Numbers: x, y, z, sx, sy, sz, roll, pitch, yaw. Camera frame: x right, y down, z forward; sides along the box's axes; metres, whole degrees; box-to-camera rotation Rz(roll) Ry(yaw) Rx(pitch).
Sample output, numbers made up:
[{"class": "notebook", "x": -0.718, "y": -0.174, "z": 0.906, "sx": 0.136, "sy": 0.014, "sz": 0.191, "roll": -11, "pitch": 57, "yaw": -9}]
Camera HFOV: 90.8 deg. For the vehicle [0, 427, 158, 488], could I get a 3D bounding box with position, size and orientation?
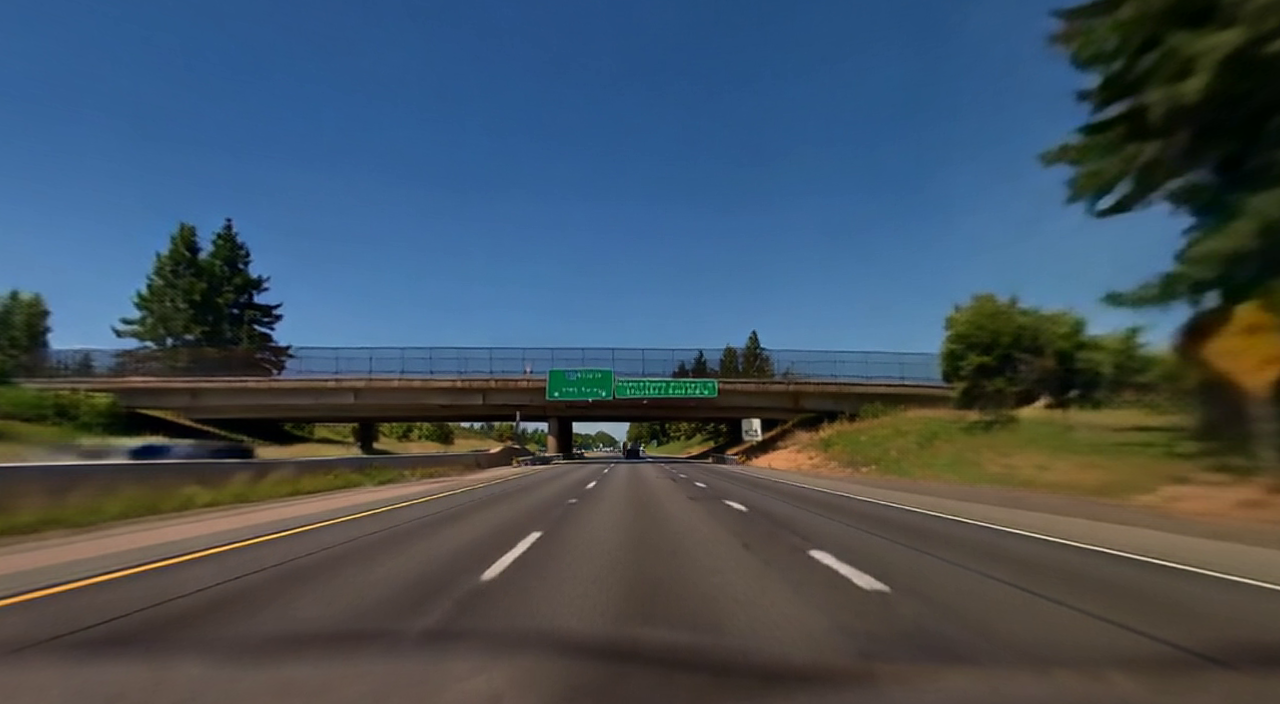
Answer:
[{"class": "vehicle", "x": -17.268, "y": 3.209, "z": 19.240, "sx": 1.955, "sy": 1.598, "sz": 4.057, "roll": -2, "pitch": -9, "yaw": -1}]
